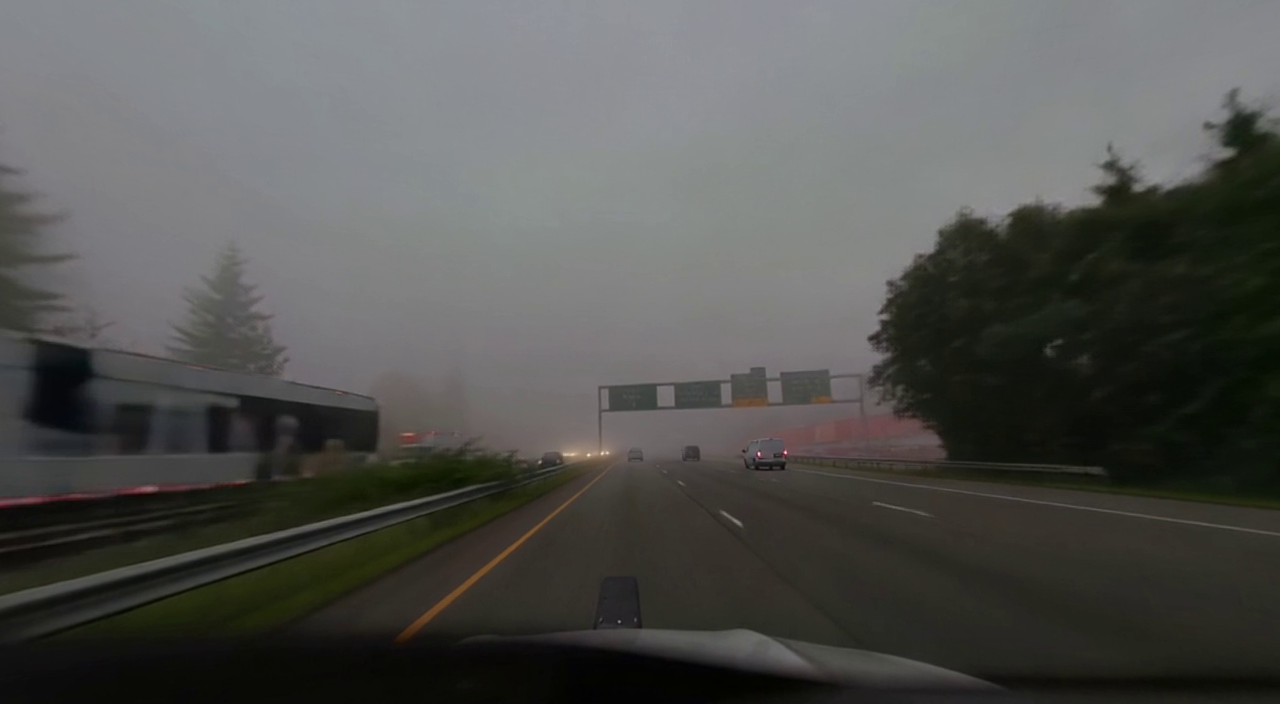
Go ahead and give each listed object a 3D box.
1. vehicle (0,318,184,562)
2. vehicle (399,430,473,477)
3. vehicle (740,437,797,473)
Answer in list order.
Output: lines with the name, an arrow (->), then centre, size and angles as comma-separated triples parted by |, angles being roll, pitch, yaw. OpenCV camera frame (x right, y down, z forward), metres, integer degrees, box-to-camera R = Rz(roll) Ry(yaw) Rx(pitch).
vehicle -> -12.080, 1.623, 11.405 | 2.959, 3.982, 5.948 | 0, -9, 0
vehicle -> -15.906, 8.025, 49.831 | 2.796, 3.307, 8.869 | 0, -9, 0
vehicle -> 7.449, 6.021, 36.939 | 2.156, 1.943, 5.010 | 0, -9, -1
